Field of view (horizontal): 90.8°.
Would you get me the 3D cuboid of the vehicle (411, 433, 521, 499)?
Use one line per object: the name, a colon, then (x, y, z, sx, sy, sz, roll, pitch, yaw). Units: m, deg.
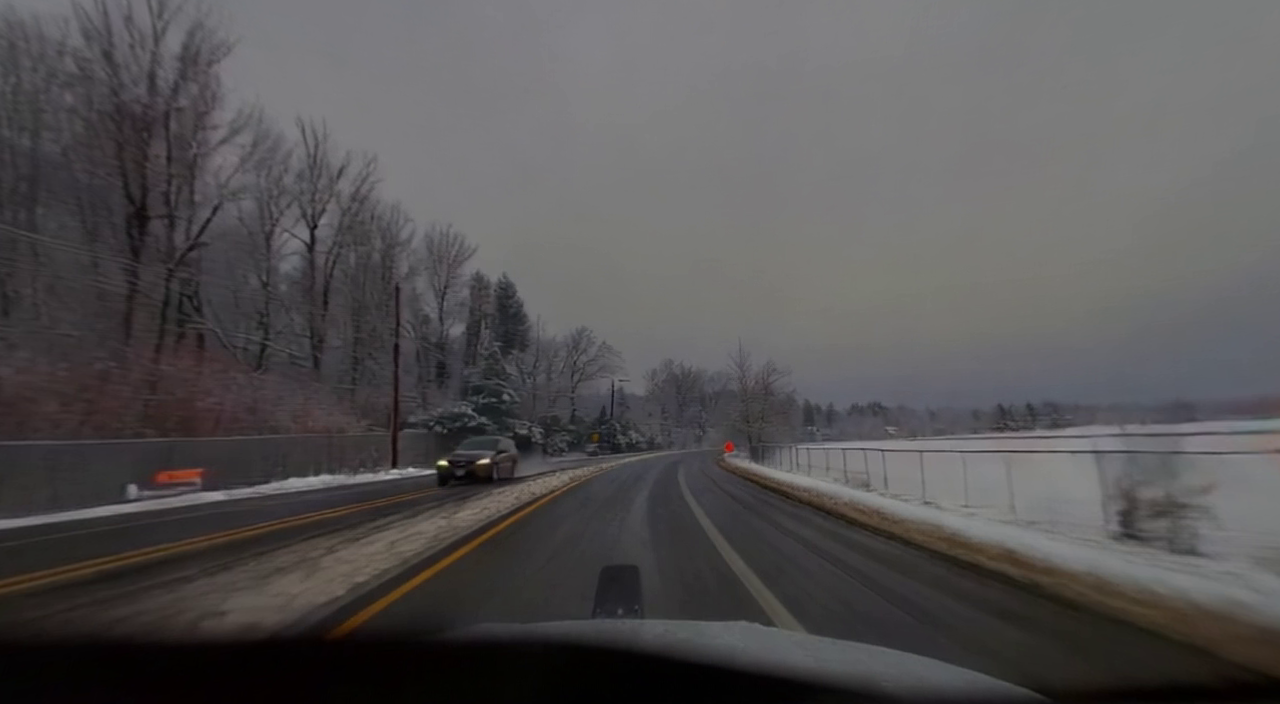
vehicle: (-4.466, 2.967, 16.829, 1.737, 1.525, 3.760, 0, -8, 2)
